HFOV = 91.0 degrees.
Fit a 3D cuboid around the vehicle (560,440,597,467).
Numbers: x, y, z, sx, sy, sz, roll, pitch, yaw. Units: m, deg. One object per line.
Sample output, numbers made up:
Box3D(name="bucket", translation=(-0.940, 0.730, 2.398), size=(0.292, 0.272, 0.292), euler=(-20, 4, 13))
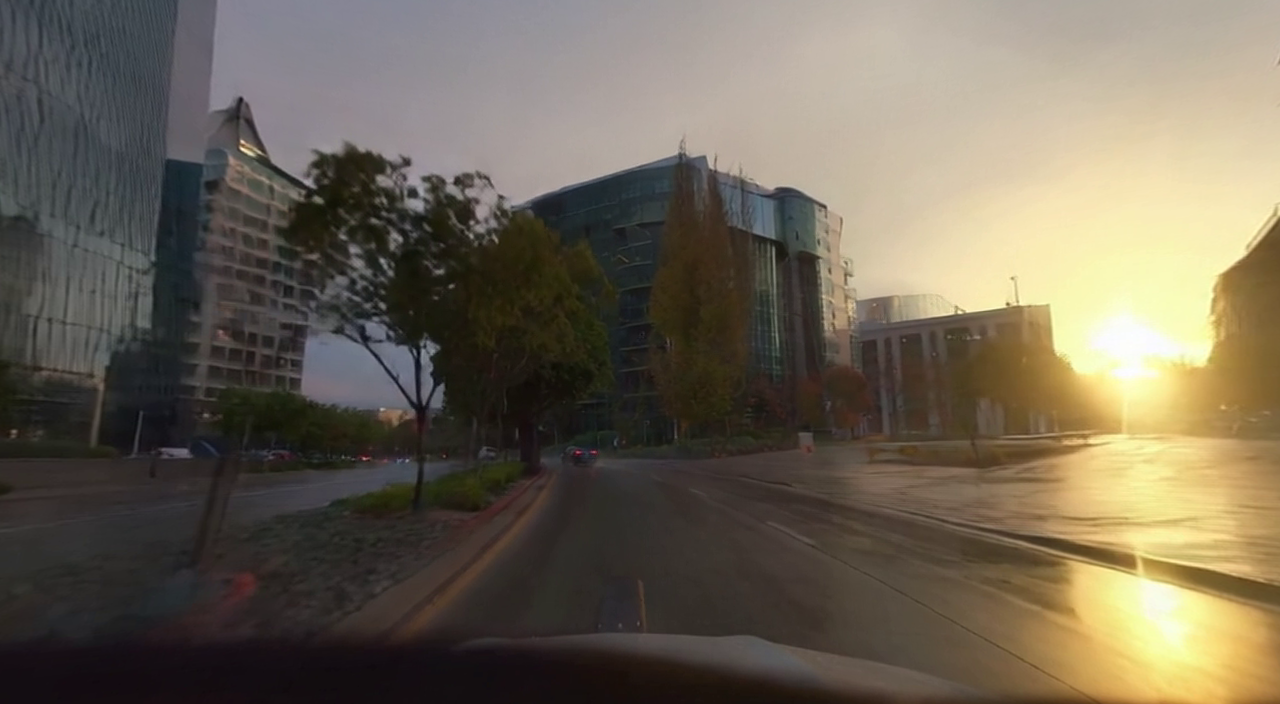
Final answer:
Box3D(name="vehicle", translation=(-4.586, 7.405, 46.104), size=(2.129, 1.816, 4.851), euler=(2, -8, -12))
